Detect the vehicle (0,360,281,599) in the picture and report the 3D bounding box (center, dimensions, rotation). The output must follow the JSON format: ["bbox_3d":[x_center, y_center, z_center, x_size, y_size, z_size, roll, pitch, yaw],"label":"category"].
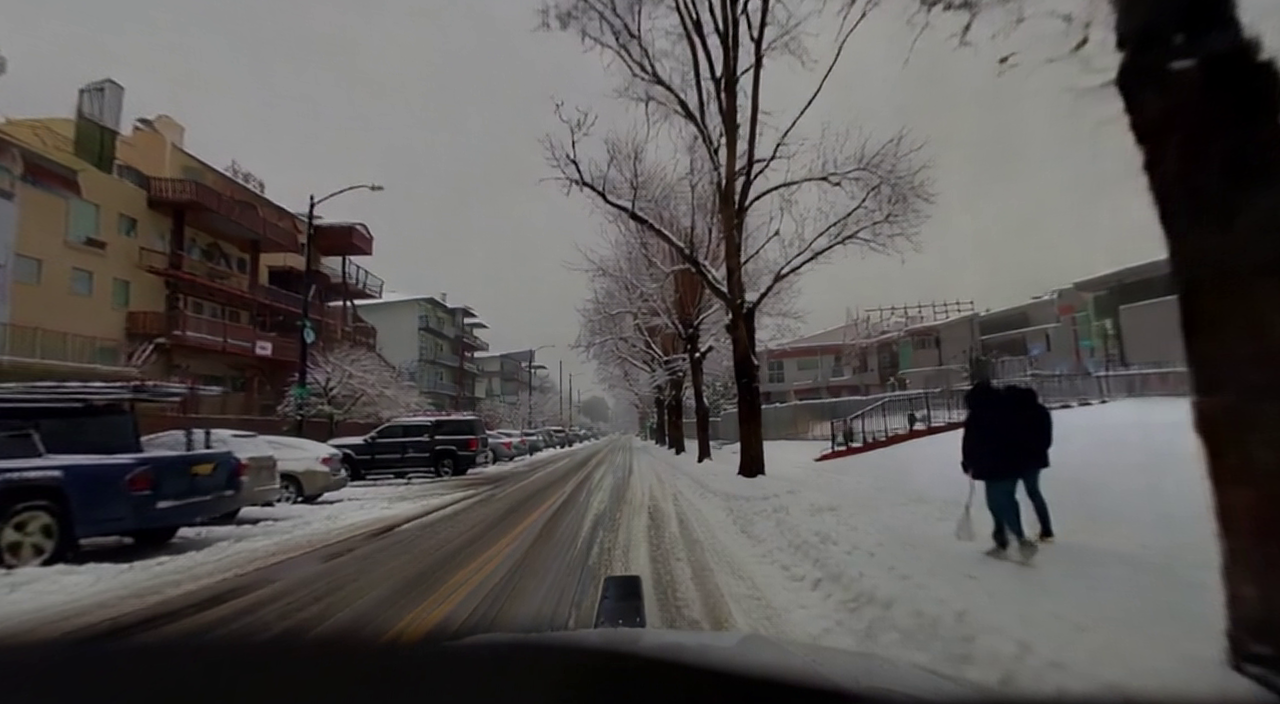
[{"bbox_3d":[-7.475,1.278,6.730,5.824,2.125,2.233,0,-8,-3],"label":"vehicle"}]

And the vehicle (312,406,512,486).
[{"bbox_3d":[-7.305,3.091,20.861,5.592,2.439,2.515,0,-8,-1],"label":"vehicle"}]
